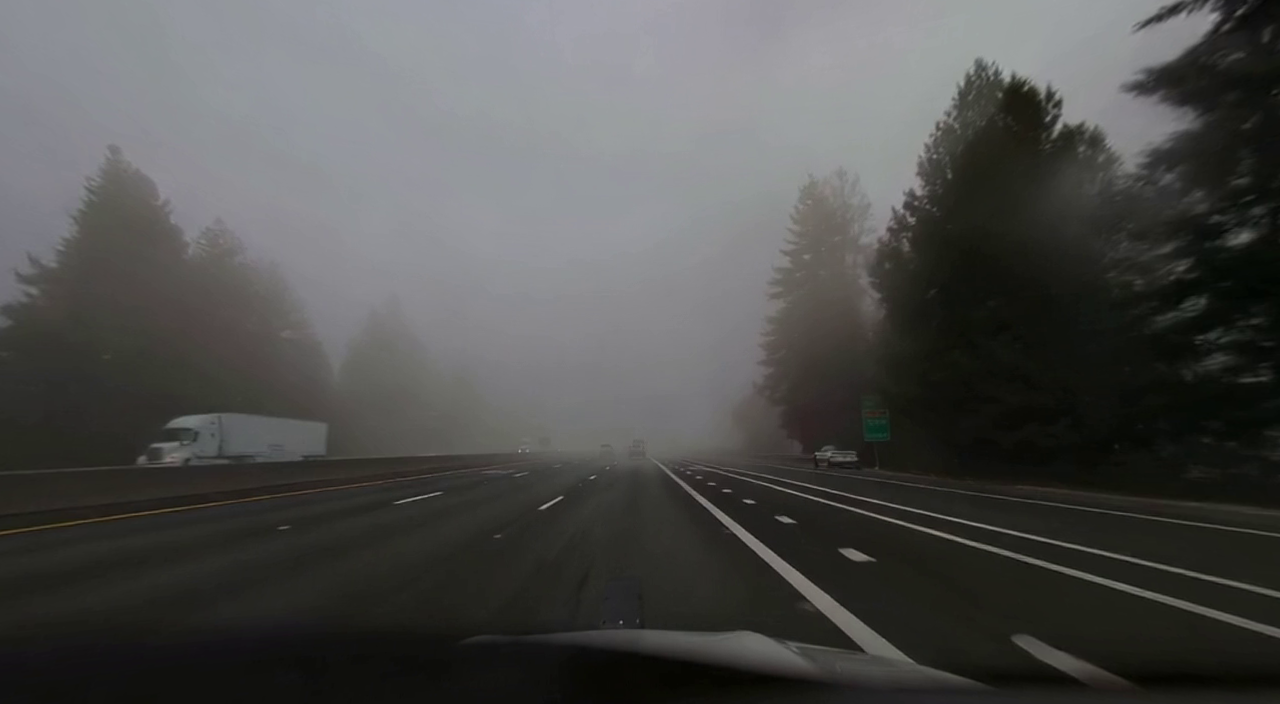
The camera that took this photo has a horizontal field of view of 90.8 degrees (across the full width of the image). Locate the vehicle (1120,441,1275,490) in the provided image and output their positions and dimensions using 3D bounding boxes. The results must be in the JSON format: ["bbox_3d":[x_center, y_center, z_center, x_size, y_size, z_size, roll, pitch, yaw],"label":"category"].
[{"bbox_3d":[18.888,3.834,21.650,1.927,1.496,3.915,-1,-9,6],"label":"vehicle"}]

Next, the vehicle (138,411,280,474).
[{"bbox_3d":[-29.701,6.429,44.366,2.905,3.853,10.269,0,-9,-2],"label":"vehicle"}]
